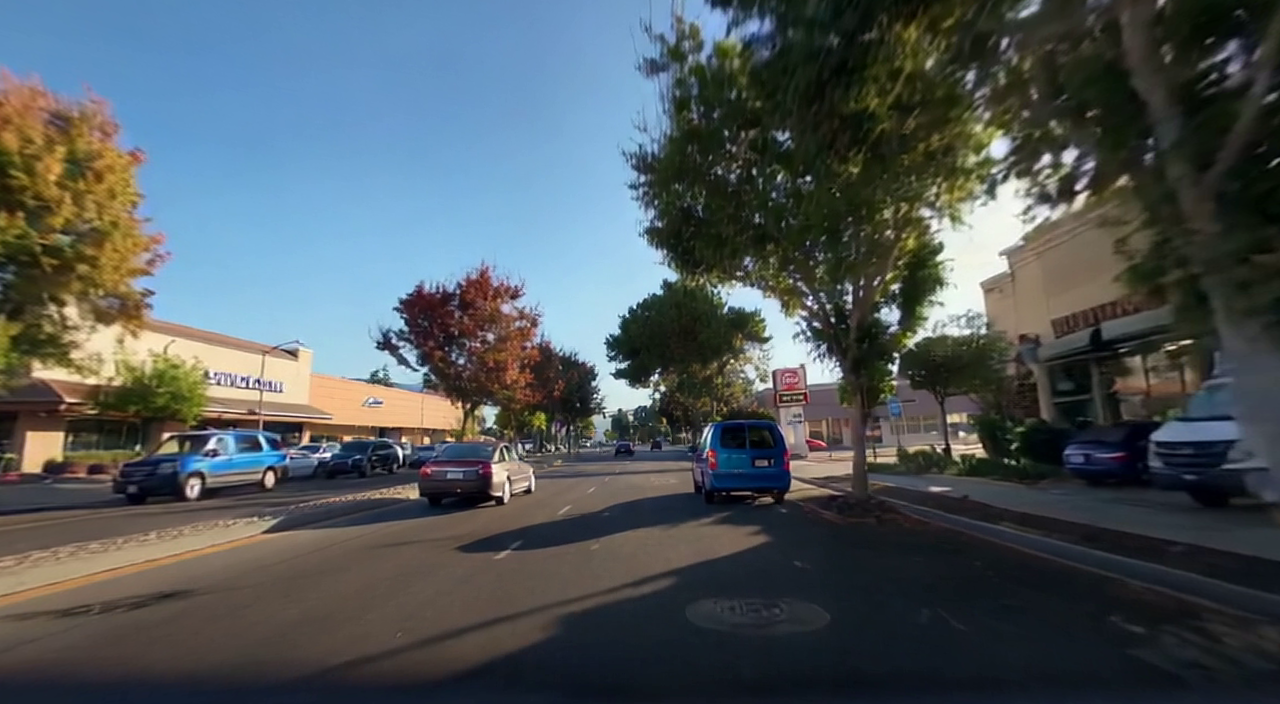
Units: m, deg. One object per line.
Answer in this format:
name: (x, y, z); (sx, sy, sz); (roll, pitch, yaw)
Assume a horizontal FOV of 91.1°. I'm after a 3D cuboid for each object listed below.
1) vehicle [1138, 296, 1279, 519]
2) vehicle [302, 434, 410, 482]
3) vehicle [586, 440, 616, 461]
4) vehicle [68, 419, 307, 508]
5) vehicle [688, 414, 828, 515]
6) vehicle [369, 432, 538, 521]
vehicle: (13.161, 0.975, 10.425); (7.188, 3.303, 2.772); (0, -8, 0)
vehicle: (-11.694, 4.383, 26.334); (2.117, 1.787, 4.917); (0, -8, 1)
vehicle: (-2.800, 7.200, 45.868); (1.840, 1.442, 4.050); (0, -8, 1)
vehicle: (-11.856, 2.963, 17.193); (2.359, 2.018, 5.504); (0, -8, 1)
vehicle: (2.255, 2.328, 13.408); (2.293, 1.779, 4.457); (0, -8, 2)
vehicle: (-3.519, 2.432, 12.828); (1.966, 1.481, 4.385); (0, -8, 2)
